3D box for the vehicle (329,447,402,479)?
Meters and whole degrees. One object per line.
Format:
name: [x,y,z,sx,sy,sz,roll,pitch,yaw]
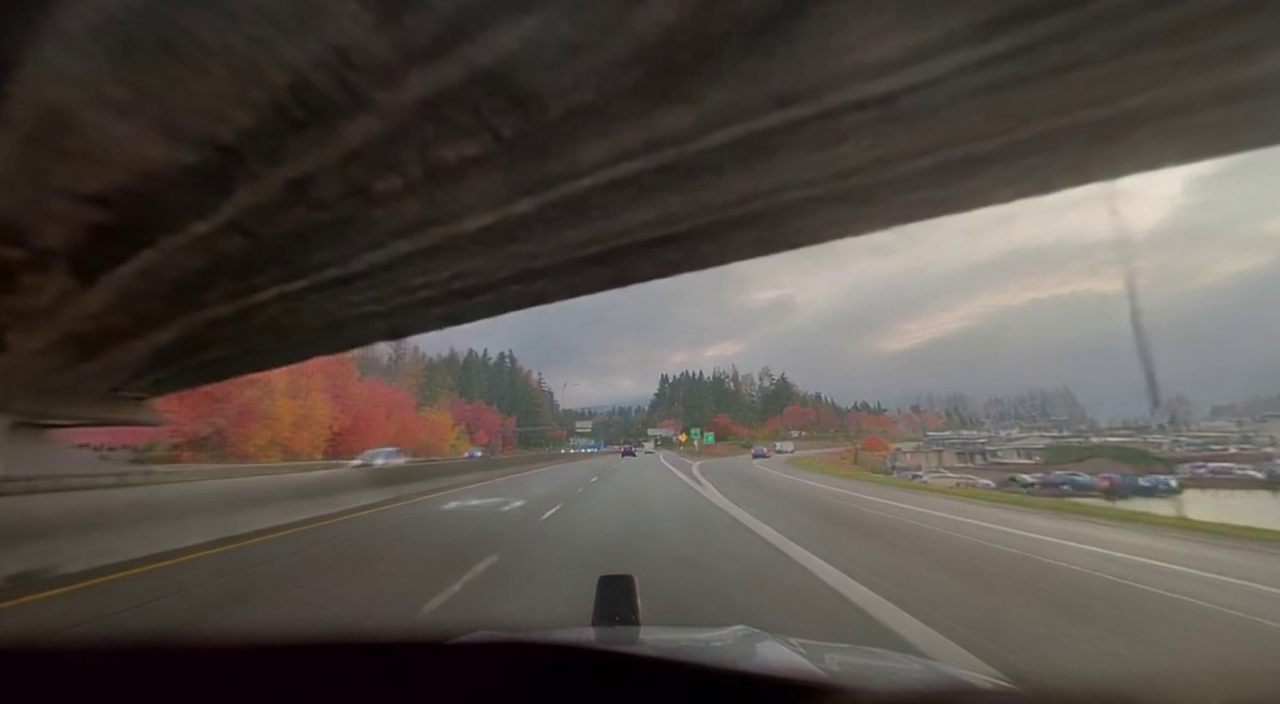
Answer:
vehicle: [-15.821,6.398,36.449,1.965,1.670,4.881,-1,-9,1]
